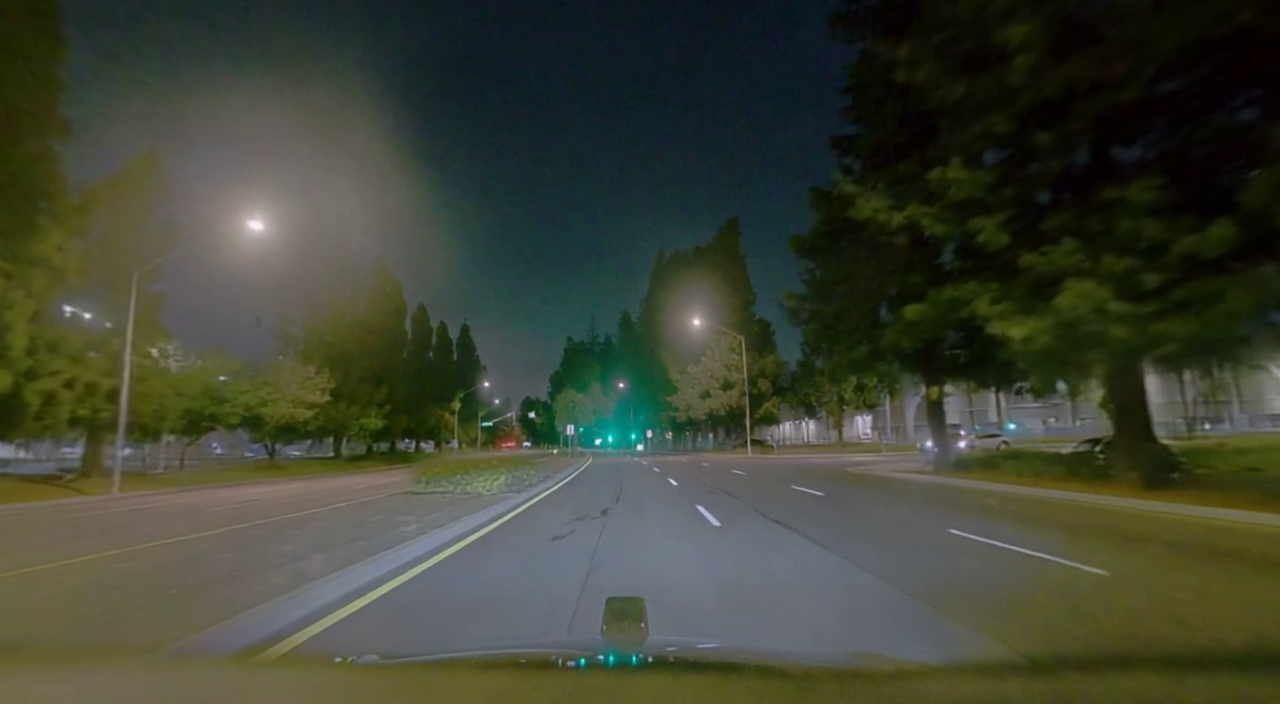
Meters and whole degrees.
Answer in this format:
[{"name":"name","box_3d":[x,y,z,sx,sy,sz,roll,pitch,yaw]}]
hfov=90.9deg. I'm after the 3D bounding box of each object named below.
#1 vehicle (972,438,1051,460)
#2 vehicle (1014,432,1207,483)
[{"name":"vehicle","box_3d":[24.789,6.467,42.115,4.053,1.376,1.945,1,-9,-3]},{"name":"vehicle","box_3d":[15.918,3.582,21.531,4.982,1.441,1.951,-2,-8,-1]}]
